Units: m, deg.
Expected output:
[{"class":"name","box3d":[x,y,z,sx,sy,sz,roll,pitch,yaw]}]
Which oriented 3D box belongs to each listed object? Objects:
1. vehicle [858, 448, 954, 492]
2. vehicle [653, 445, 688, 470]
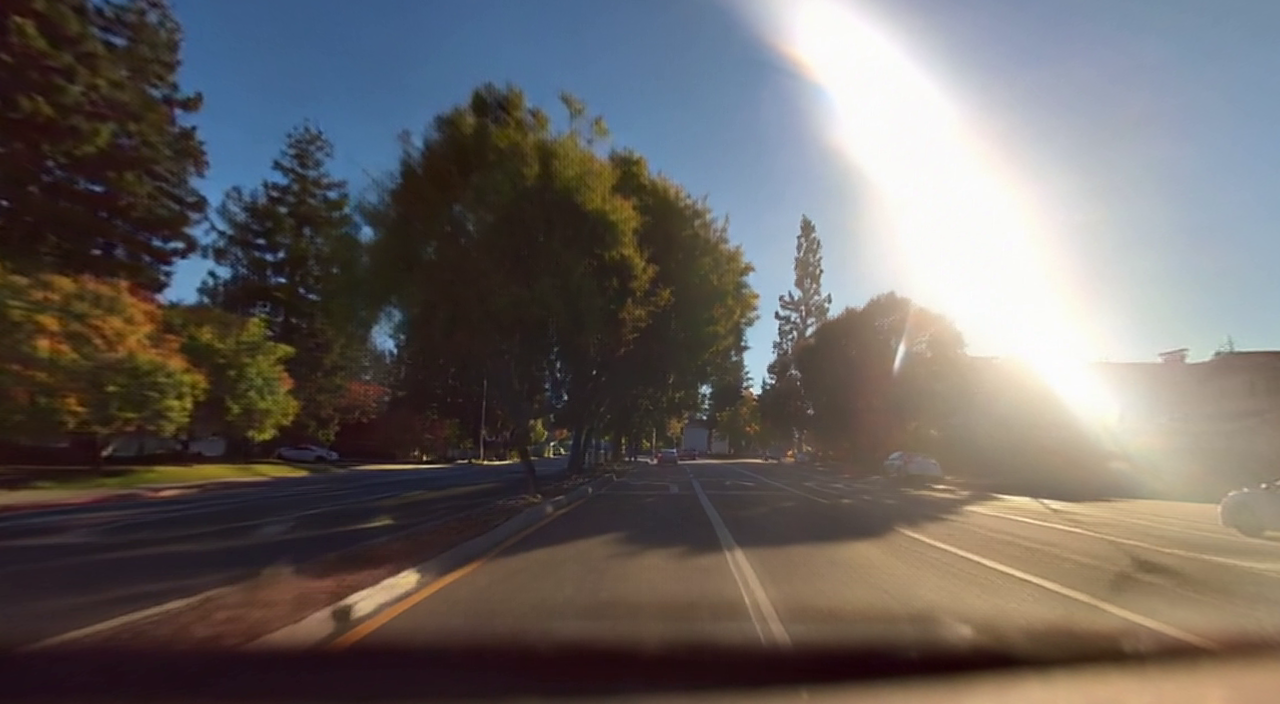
[{"class":"vehicle","box3d":[9.873,4.393,23.844,2.020,1.472,3.958,0,-8,2]},{"class":"vehicle","box3d":[1.847,6.466,39.017,2.077,1.477,3.897,0,-8,2]}]
